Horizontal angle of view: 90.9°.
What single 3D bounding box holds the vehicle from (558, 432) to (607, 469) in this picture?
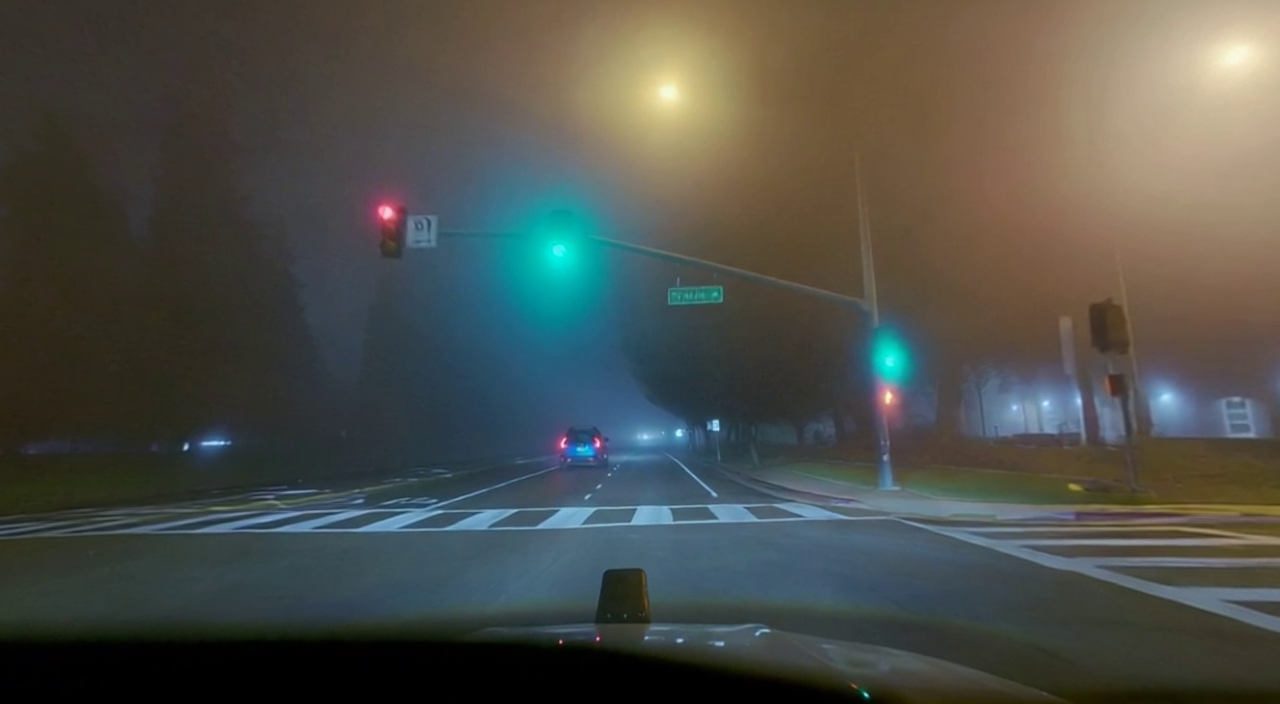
[{"bbox_3d":[-2.942,5.146,33.108,2.123,1.799,4.425,0,-8,1],"label":"vehicle"}]
